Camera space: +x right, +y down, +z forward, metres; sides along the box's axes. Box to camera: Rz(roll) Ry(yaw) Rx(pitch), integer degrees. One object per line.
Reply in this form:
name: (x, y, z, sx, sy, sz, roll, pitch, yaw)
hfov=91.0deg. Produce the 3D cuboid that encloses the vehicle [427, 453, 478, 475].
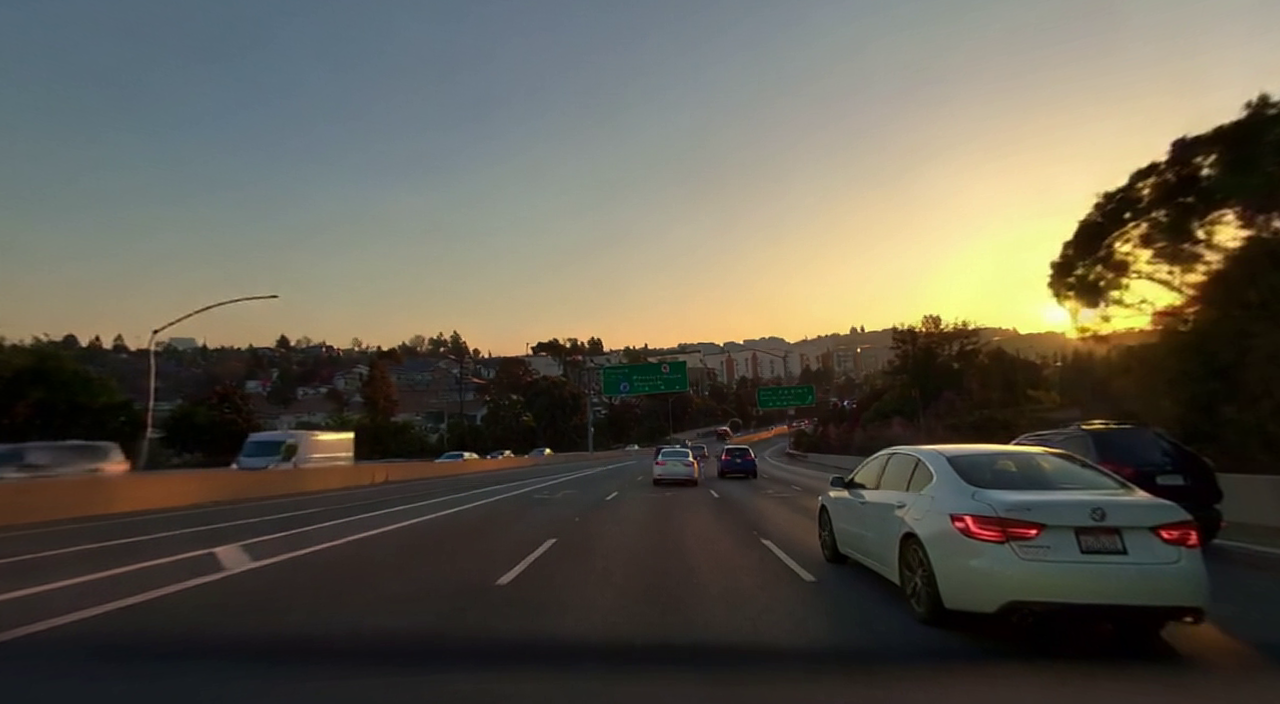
vehicle: (-13.630, 8.145, 46.056, 1.973, 1.532, 4.450, -1, -9, 6)

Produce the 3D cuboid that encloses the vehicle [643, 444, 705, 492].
vehicle: (1.254, 4.243, 23.394, 2.074, 1.614, 3.803, 0, -9, 3)

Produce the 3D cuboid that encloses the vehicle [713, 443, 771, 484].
vehicle: (4.474, 4.927, 28.156, 2.076, 1.684, 4.241, 0, -9, 3)

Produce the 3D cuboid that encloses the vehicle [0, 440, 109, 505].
vehicle: (-19.601, 3.596, 18.934, 2.113, 1.862, 5.561, -1, -9, 4)

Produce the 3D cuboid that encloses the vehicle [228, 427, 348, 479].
vehicle: (-21.817, 6.323, 39.594, 3.098, 2.950, 6.966, -1, -9, 4)

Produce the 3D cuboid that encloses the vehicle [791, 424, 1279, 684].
vehicle: (2.982, 1.528, 6.008, 2.009, 1.489, 4.559, 0, -9, 1)
